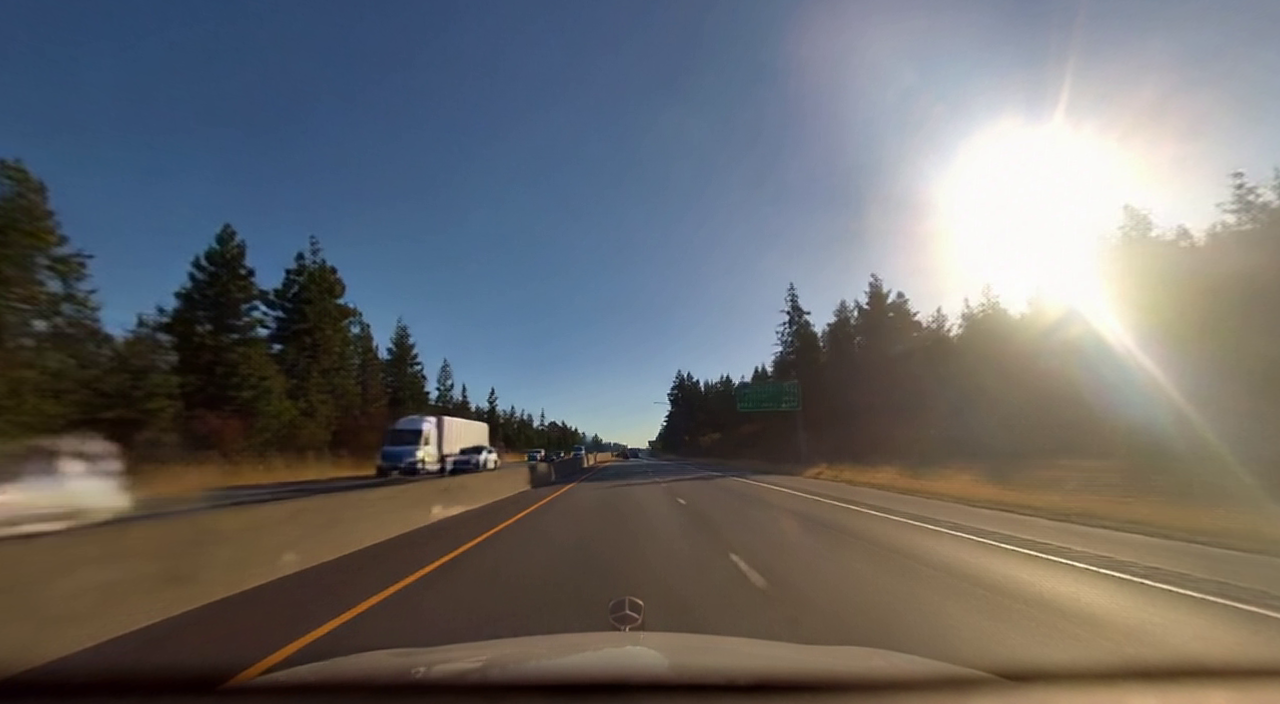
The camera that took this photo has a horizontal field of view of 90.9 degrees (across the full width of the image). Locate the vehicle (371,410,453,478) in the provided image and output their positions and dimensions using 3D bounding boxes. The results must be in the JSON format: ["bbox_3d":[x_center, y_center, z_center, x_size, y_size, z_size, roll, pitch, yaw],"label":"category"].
[{"bbox_3d":[-14.574,5.993,40.881,3.026,4.024,6.039,0,-9,-1],"label":"vehicle"}]

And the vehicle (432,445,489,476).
[{"bbox_3d":[-10.111,6.128,35.776,2.035,1.665,4.214,0,-9,-1],"label":"vehicle"}]
